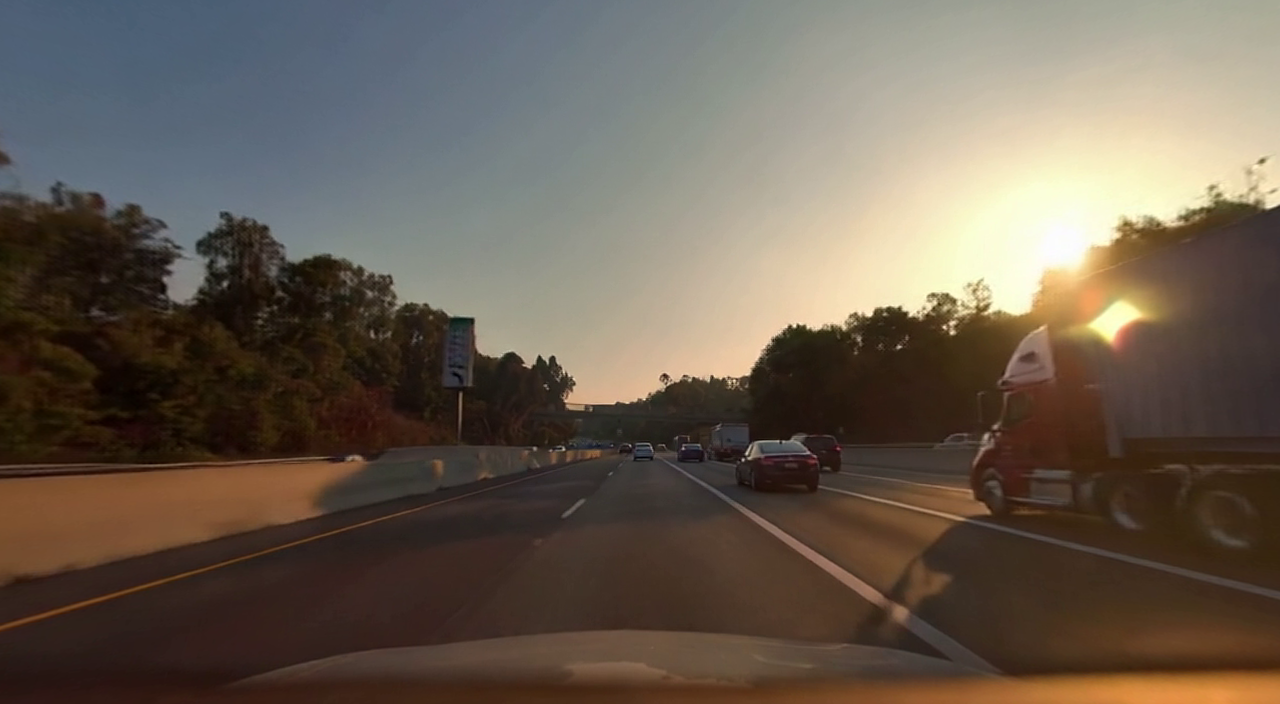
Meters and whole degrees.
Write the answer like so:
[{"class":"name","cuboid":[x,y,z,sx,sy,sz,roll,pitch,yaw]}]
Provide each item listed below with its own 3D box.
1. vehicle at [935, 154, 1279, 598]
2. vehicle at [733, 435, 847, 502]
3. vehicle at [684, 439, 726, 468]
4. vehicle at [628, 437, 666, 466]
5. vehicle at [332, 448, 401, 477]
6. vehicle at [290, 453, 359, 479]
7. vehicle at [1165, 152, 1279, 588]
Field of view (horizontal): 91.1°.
[{"class":"vehicle","cuboid":[7.286,0.613,8.447,2.824,4.018,7.624,0,-8,0]},{"class":"vehicle","cuboid":[3.732,2.973,16.546,1.888,1.501,4.608,0,-8,0]},{"class":"vehicle","cuboid":[3.933,6.195,38.591,2.084,1.668,4.511,0,-8,0]},{"class":"vehicle","cuboid":[0.472,6.423,40.537,2.313,1.736,4.215,0,-8,1]},{"class":"vehicle","cuboid":[-17.038,6.879,39.346,2.123,1.677,4.721,0,-8,1]},{"class":"vehicle","cuboid":[-20.734,7.478,41.455,2.070,1.492,4.641,0,-8,1]},{"class":"vehicle","cuboid":[7.275,-0.365,2.152,2.752,3.975,9.319,0,-8,0]}]
